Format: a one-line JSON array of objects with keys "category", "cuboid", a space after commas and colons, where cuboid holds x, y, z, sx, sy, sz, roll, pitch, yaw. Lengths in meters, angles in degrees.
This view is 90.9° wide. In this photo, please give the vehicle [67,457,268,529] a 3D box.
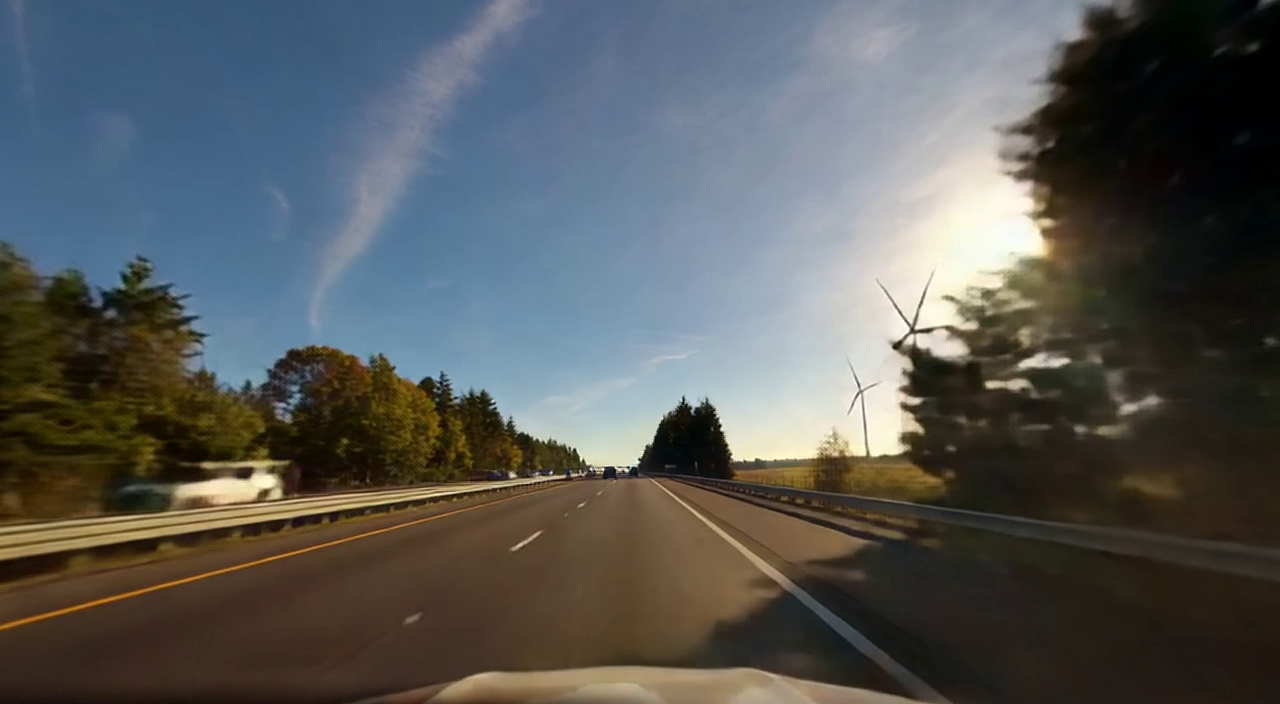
[{"category": "vehicle", "cuboid": [-12.722, 3.810, 17.459, 2.000, 1.682, 4.526, 1, -11, 0]}]
